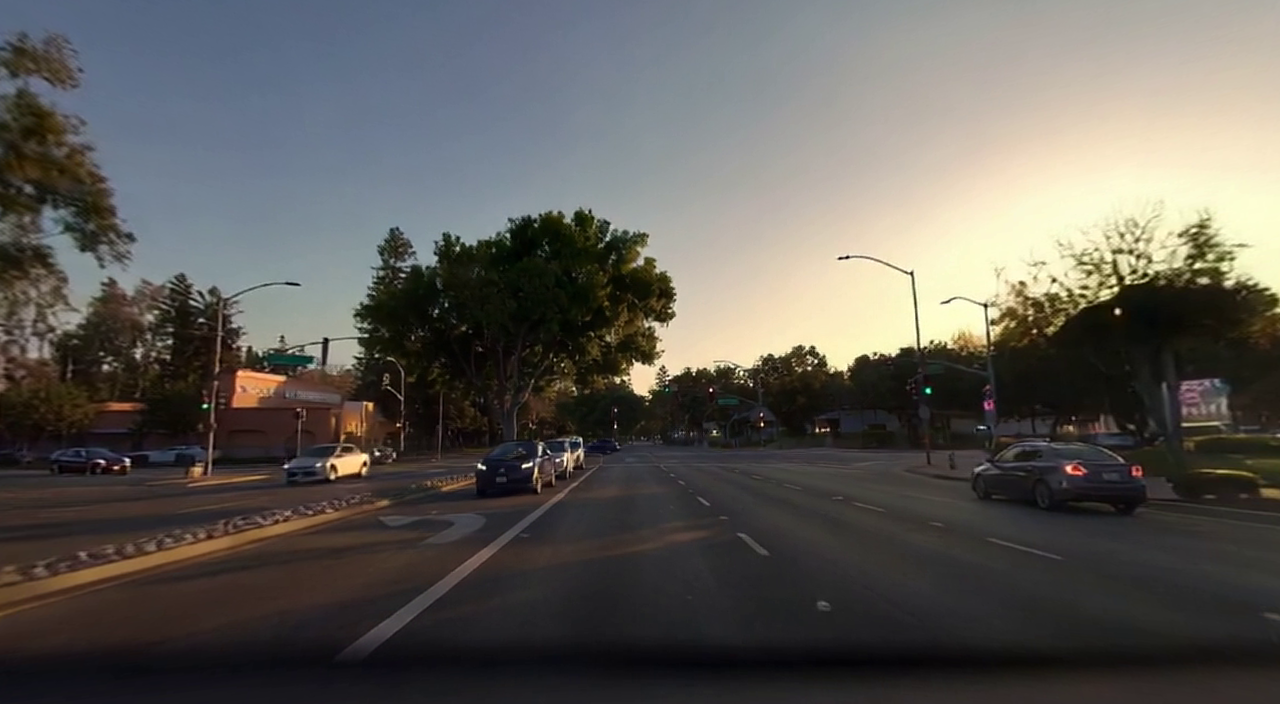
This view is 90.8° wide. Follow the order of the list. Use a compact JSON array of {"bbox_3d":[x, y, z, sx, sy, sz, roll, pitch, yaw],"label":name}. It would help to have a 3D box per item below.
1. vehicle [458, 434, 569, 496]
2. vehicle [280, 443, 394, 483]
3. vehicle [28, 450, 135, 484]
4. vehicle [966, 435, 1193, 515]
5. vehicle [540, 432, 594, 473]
[{"bbox_3d":[-3.366,3.124,17.888,2.121,1.481,4.708,0,-8,1],"label":"vehicle"},{"bbox_3d":[-12.228,4.469,25.848,1.873,1.485,4.382,-2,-9,11],"label":"vehicle"},{"bbox_3d":[-28.047,5.733,31.721,5.228,1.539,2.009,-4,-9,25],"label":"vehicle"},{"bbox_3d":[9.276,2.607,13.903,1.936,1.460,4.258,0,-8,1],"label":"vehicle"},{"bbox_3d":[-3.334,4.720,29.798,2.040,1.775,4.433,0,-8,0],"label":"vehicle"}]
